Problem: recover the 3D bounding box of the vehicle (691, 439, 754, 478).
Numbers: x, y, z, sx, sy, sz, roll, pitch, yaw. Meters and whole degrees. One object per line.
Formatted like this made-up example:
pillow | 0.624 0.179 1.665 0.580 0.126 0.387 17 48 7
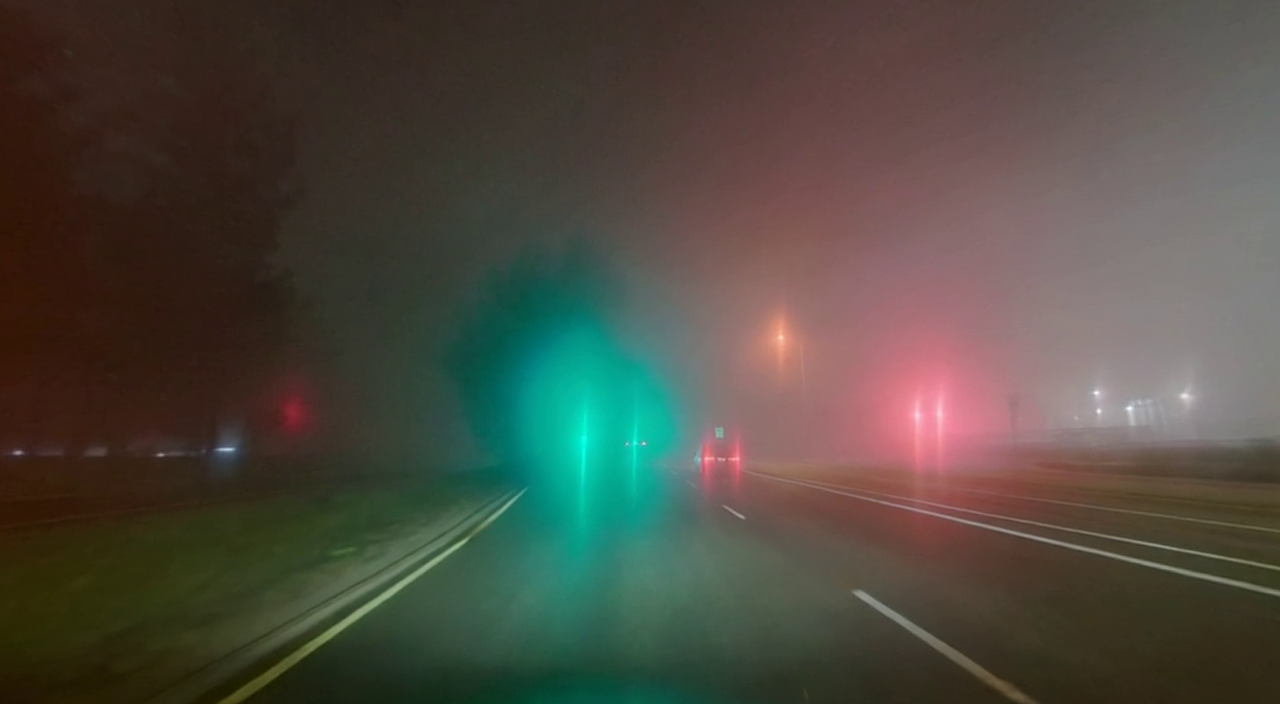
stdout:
vehicle | 3.332 4.410 26.421 1.948 1.479 4.620 0 -8 -1
